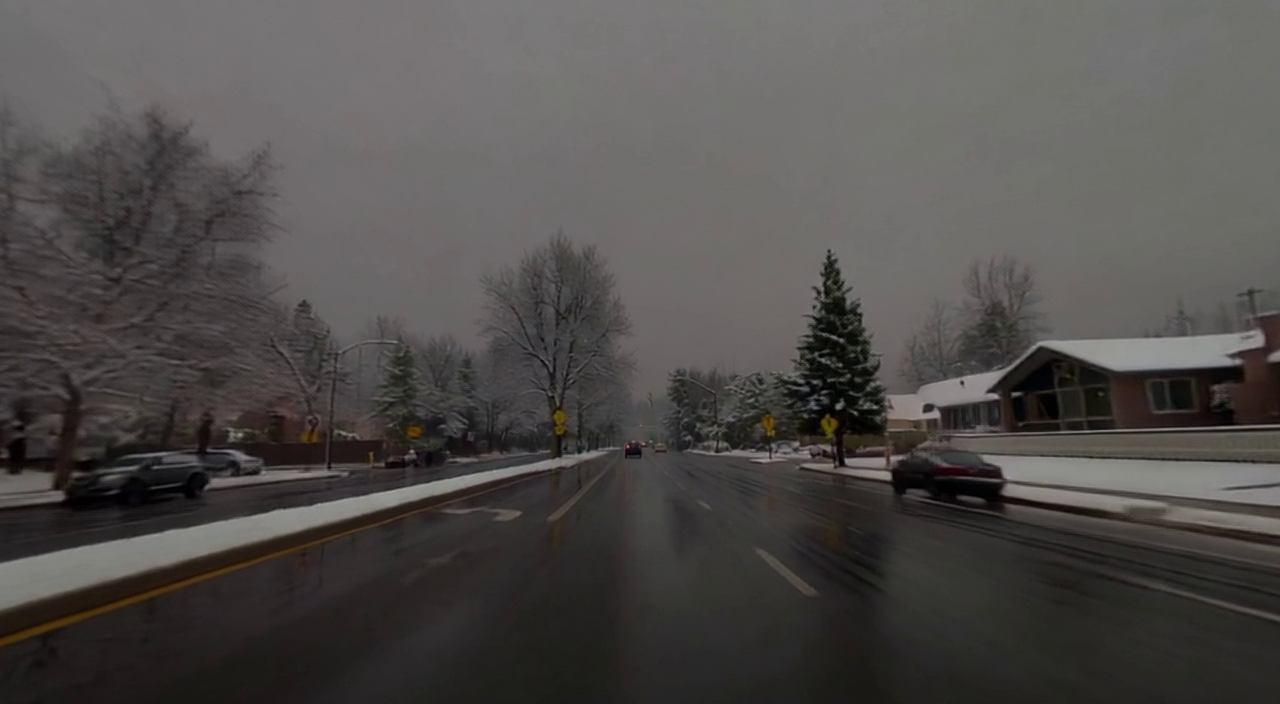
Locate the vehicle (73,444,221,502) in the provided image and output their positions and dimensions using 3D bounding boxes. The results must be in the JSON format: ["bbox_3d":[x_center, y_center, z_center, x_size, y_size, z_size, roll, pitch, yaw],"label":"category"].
[{"bbox_3d":[-18.281,4.453,23.783,1.994,1.874,4.502,-3,-8,-1],"label":"vehicle"}]

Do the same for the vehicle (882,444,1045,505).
[{"bbox_3d":[8.706,3.300,17.559,1.925,1.454,4.493,1,-9,-4],"label":"vehicle"}]
